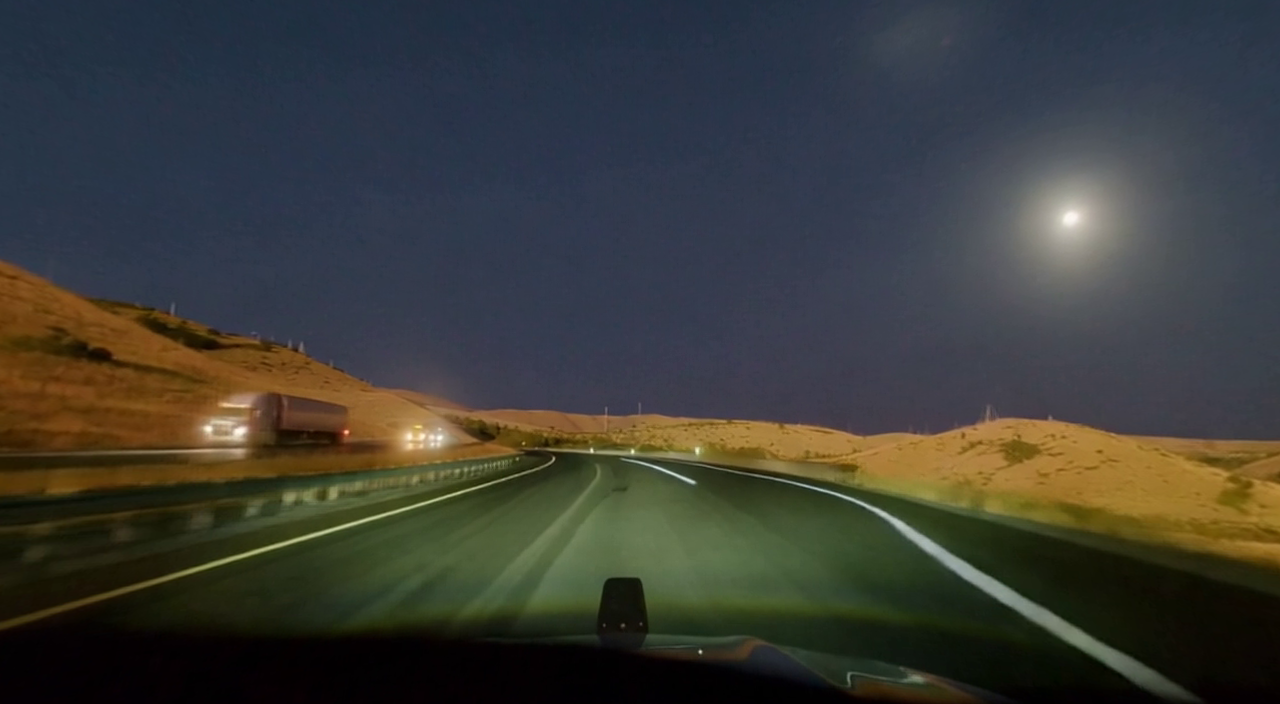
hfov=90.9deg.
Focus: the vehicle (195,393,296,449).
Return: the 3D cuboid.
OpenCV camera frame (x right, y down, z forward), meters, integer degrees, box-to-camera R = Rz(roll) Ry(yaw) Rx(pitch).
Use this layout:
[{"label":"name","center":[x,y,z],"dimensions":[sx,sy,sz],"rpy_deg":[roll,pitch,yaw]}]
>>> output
[{"label":"vehicle","center":[-29.607,5.367,47.838],"dimensions":[2.973,3.863,8.434],"rpy_deg":[1,-8,-7]}]
